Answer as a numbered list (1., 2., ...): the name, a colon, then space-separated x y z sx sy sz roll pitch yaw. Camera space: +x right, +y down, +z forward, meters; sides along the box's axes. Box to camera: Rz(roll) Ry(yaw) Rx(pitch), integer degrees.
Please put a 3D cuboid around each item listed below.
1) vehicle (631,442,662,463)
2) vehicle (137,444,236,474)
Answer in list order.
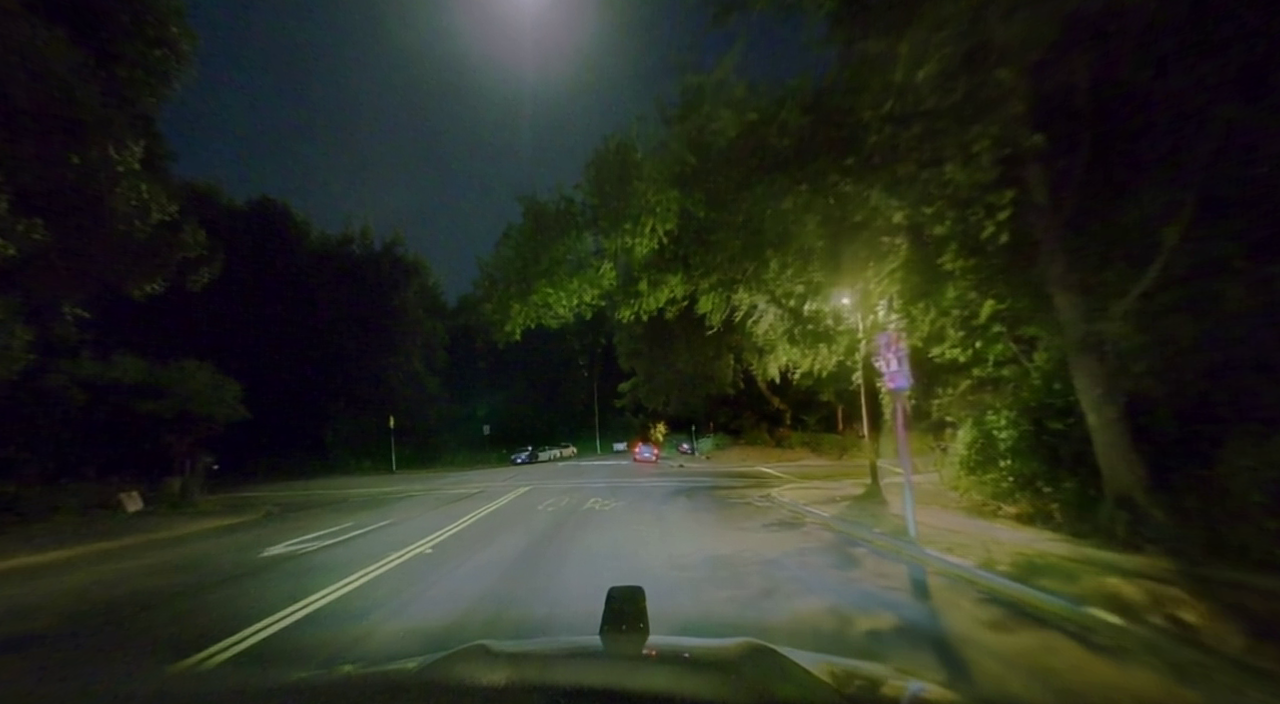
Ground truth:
1. vehicle: 0.421 7.410 46.580 2.051 1.461 4.100 0 -8 -3
2. vehicle: -28.782 6.760 40.061 4.986 1.796 2.066 -2 -8 10
